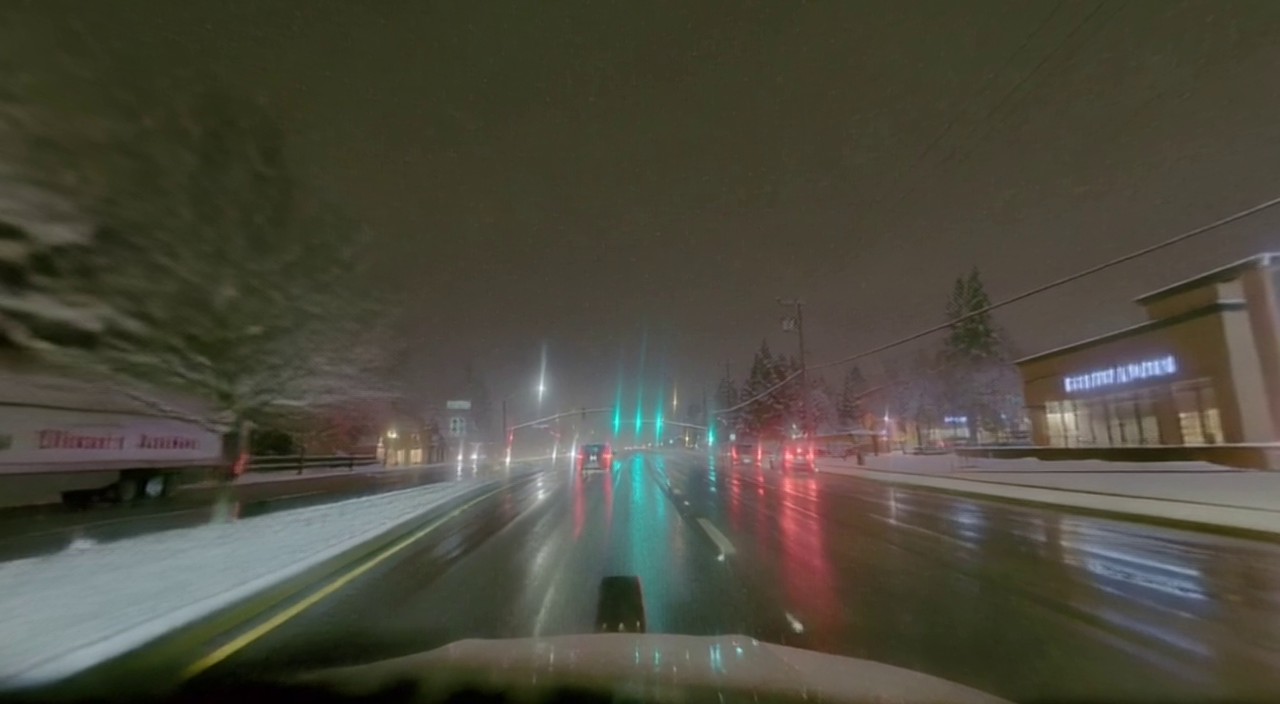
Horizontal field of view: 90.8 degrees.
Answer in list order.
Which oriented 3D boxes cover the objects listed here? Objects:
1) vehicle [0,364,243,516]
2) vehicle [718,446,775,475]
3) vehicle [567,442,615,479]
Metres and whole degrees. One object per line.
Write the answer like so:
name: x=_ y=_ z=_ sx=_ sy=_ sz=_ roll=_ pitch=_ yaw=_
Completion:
vehicle: x=-19.229 y=2.722 z=19.440 sx=3.133 sy=4.167 sz=16.699 roll=-1 pitch=-8 yaw=0
vehicle: x=5.810 y=5.941 z=34.987 sx=2.075 sy=1.475 sz=4.571 roll=0 pitch=-8 yaw=-4
vehicle: x=-2.254 y=5.002 z=29.471 sx=2.072 sy=1.545 sz=4.578 roll=0 pitch=-8 yaw=-4
